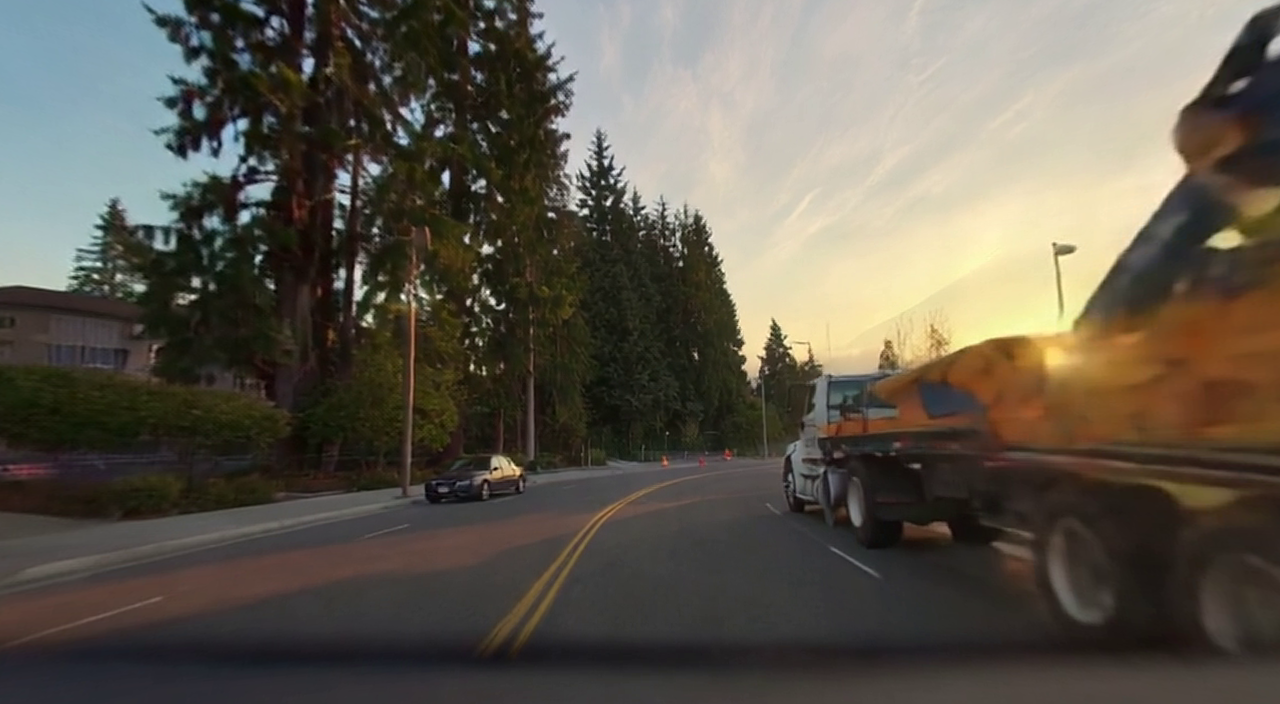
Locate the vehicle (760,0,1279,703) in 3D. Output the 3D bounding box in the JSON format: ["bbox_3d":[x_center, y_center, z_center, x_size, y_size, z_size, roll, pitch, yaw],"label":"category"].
[{"bbox_3d":[3.880,0.778,6.572,2.834,3.143,12.517,0,-10,0],"label":"vehicle"}]

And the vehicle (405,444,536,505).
[{"bbox_3d":[-4.606,3.368,17.922,1.930,1.487,4.213,-2,-8,10],"label":"vehicle"}]
